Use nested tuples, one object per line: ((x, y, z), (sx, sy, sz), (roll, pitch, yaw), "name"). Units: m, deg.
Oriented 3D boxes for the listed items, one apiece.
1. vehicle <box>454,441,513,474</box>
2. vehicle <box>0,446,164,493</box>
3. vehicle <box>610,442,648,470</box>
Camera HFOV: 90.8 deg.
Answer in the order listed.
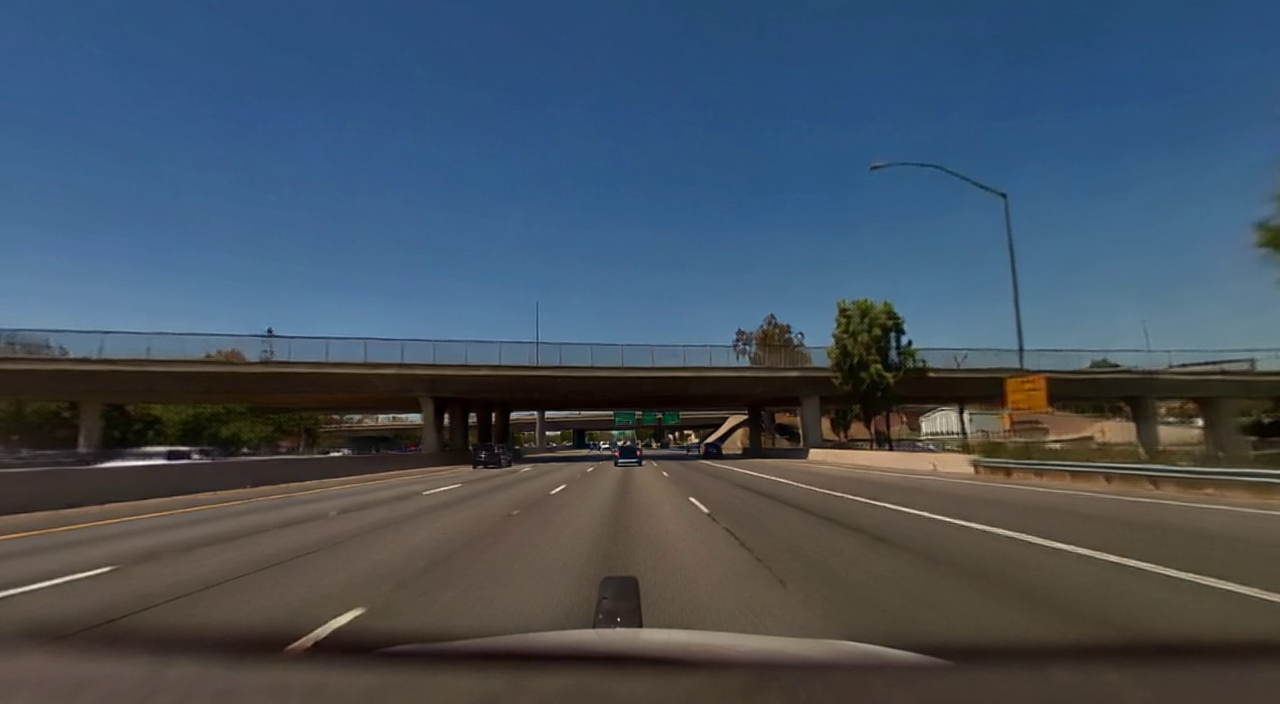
((-7.995, 5.421, 32.680), (1.957, 1.554, 4.350), (0, -8, -1), "vehicle")
((-20.510, 4.275, 23.472), (1.971, 1.475, 4.681), (0, -8, 0), "vehicle")
((-0.654, 5.751, 35.157), (2.012, 1.471, 4.059), (0, -8, -2), "vehicle")
